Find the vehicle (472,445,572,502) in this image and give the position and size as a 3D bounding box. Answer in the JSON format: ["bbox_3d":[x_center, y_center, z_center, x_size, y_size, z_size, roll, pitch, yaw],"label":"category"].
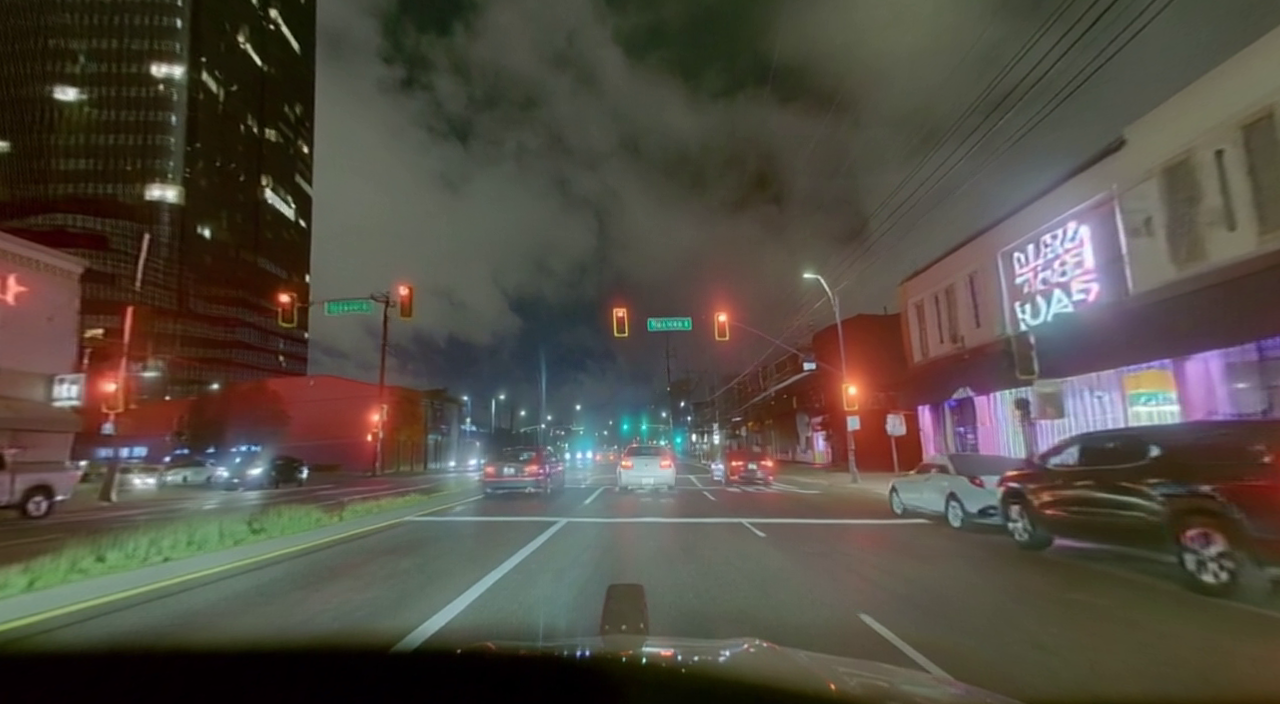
[{"bbox_3d":[-3.289,3.454,18.433,1.950,1.450,4.257,0,-8,2],"label":"vehicle"}]

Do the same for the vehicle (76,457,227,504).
[{"bbox_3d":[-17.237,4.518,22.599,1.774,1.436,4.473,0,-8,1],"label":"vehicle"}]

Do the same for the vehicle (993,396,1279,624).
[{"bbox_3d":[6.488,1.552,6.851,2.289,1.867,5.322,0,-8,1],"label":"vehicle"}]

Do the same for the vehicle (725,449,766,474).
[{"bbox_3d":[6.876,7.163,41.497,1.944,1.462,4.406,0,-8,0],"label":"vehicle"}]

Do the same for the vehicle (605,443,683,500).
[{"bbox_3d":[0.117,3.449,18.654,2.037,1.484,4.073,0,-8,0],"label":"vehicle"}]

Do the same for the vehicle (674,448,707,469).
[{"bbox_3d":[3.672,7.862,46.685,2.047,1.463,4.514,0,-8,0],"label":"vehicle"}]

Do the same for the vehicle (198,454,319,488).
[{"bbox_3d":[-18.873,5.847,31.248,5.163,1.510,2.174,-3,-9,17],"label":"vehicle"}]

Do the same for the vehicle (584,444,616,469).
[{"bbox_3d":[-2.894,7.635,46.138,2.007,1.736,4.185,0,-8,1],"label":"vehicle"}]
